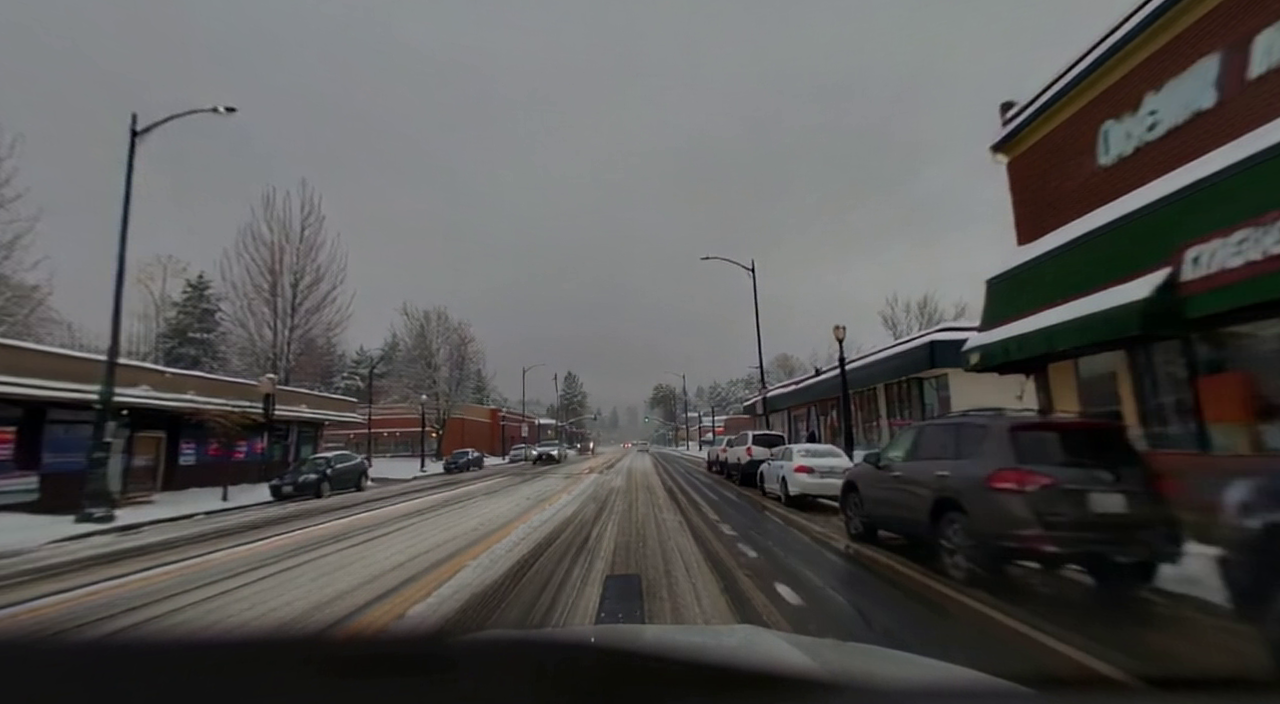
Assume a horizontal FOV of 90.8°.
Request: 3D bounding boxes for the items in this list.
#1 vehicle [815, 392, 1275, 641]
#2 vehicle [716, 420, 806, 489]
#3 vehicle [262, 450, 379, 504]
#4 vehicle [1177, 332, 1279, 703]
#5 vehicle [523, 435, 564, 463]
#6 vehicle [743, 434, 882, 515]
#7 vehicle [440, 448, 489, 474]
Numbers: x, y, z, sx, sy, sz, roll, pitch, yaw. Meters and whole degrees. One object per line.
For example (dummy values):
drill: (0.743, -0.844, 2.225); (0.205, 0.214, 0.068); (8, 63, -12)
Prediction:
vehicle: (3.840, 1.644, 7.544); (2.132, 1.889, 5.213); (0, -8, 2)
vehicle: (3.827, 3.345, 20.820); (1.976, 2.001, 4.430); (0, -8, -2)
vehicle: (-10.784, 4.220, 21.682); (1.930, 1.621, 3.853); (0, -8, 0)
vehicle: (3.910, 0.478, 0.230); (2.164, 1.880, 6.057); (0, -8, 1)
vehicle: (-6.658, 6.743, 44.048); (2.044, 1.839, 4.512); (0, -8, 1)
vehicle: (3.874, 2.851, 15.138); (1.876, 1.468, 4.672); (-5, -9, -1)
vehicle: (-10.528, 6.558, 38.232); (1.846, 1.463, 4.206); (0, -8, -1)
